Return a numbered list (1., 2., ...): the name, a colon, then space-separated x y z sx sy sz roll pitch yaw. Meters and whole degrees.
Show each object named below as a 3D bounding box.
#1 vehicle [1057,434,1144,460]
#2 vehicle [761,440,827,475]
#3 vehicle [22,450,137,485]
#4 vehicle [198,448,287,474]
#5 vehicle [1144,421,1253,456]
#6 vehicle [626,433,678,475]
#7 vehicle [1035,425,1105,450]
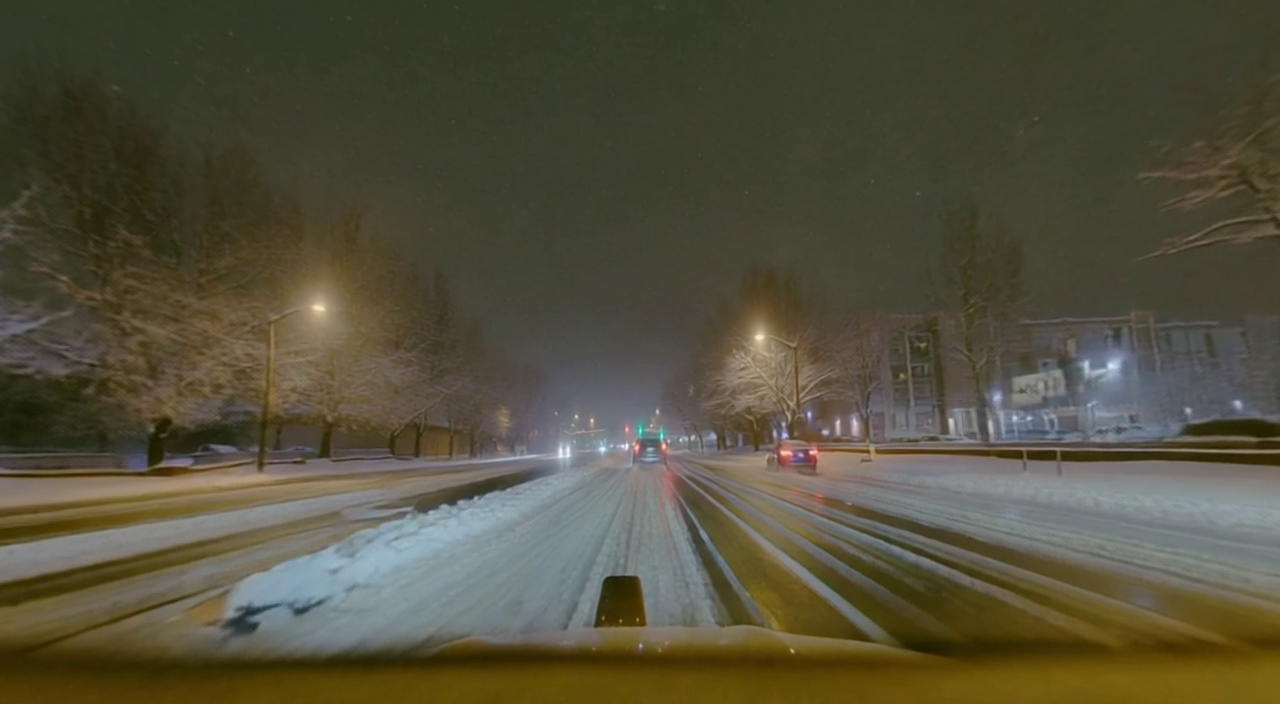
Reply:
1. vehicle: 26.313 5.463 36.281 1.887 1.419 4.191 0 -9 2
2. vehicle: 7.474 5.142 31.039 2.029 1.548 4.422 0 -8 -1
3. vehicle: -29.938 6.169 33.863 4.251 1.598 1.925 -2 -10 -3
4. vehicle: -26.537 7.257 42.288 4.541 1.676 2.063 0 -8 1
5. vehicle: 31.729 4.968 36.152 1.924 1.809 4.977 -1 -8 4
6. vehicle: 0.460 4.738 29.634 2.227 1.794 4.457 0 -8 -2
7. vehicle: 30.359 6.117 44.803 2.138 1.531 4.436 -3 -11 6
